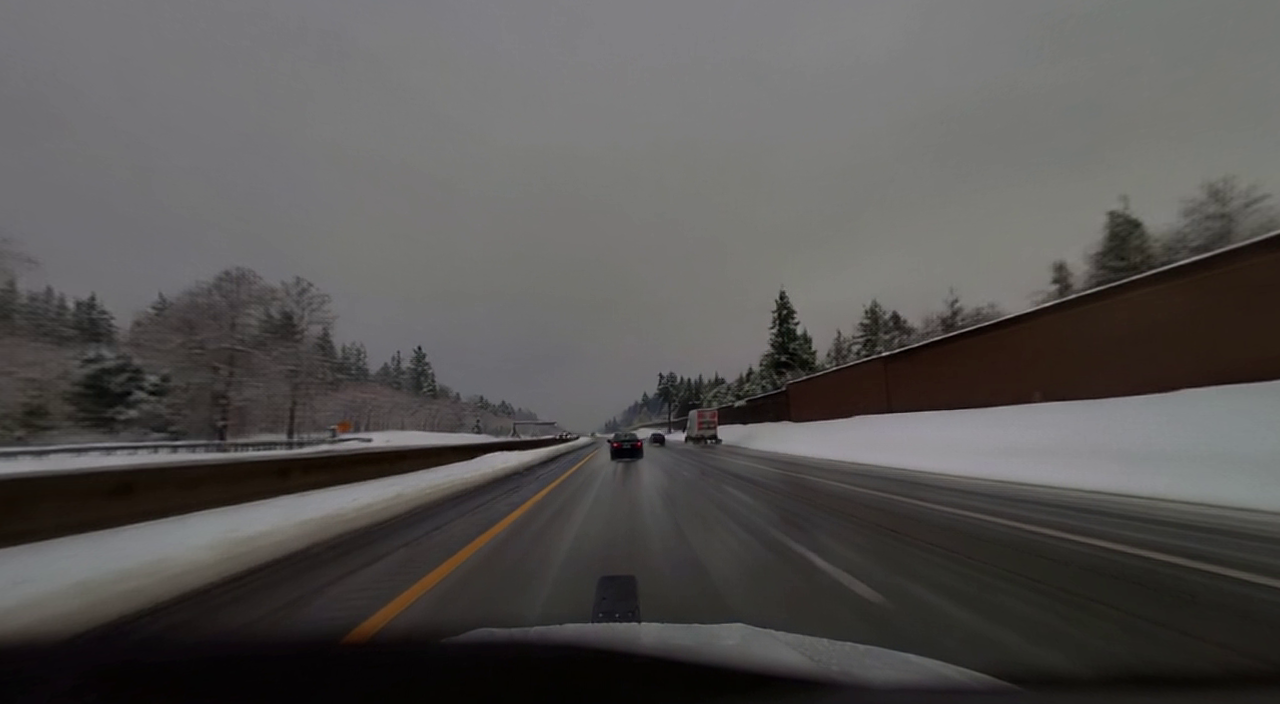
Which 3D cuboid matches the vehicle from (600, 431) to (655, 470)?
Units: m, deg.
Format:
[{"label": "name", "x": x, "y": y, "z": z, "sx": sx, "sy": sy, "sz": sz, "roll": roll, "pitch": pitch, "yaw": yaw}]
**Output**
[{"label": "vehicle", "x": -0.551, "y": 4.126, "z": 26.613, "sx": 2.119, "sy": 1.480, "sz": 4.000, "roll": 0, "pitch": -8, "yaw": -2}]
